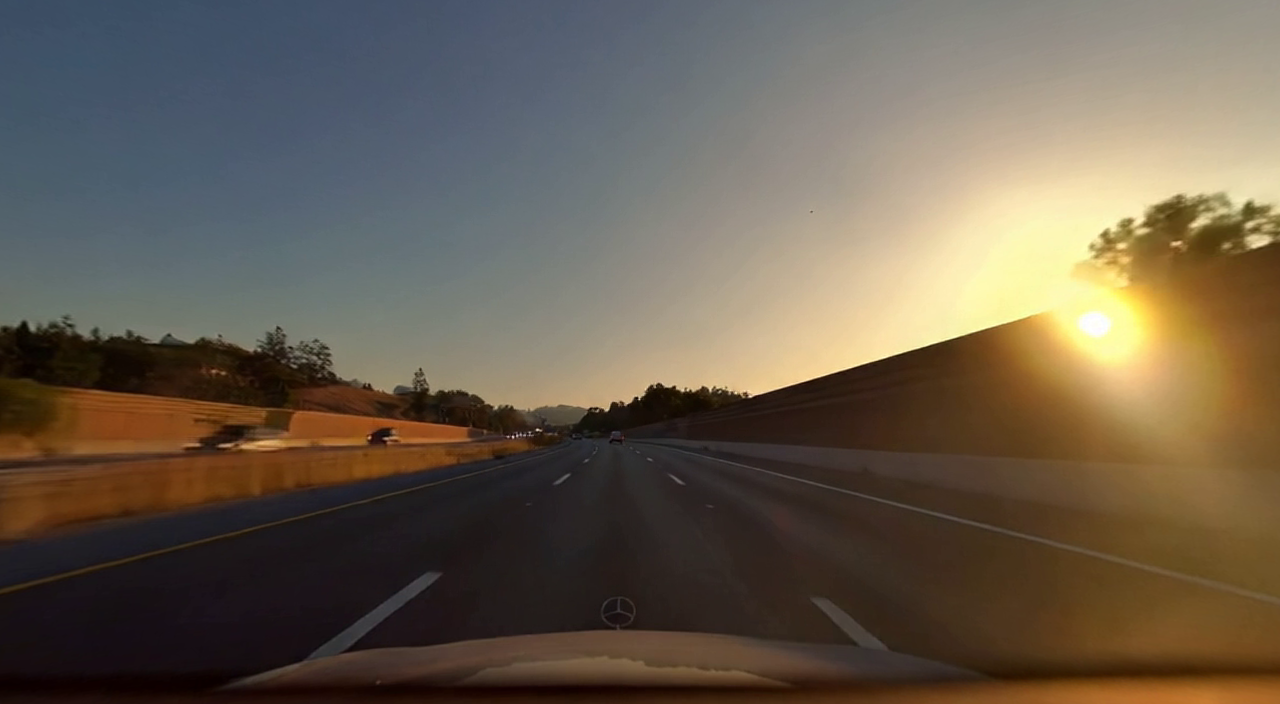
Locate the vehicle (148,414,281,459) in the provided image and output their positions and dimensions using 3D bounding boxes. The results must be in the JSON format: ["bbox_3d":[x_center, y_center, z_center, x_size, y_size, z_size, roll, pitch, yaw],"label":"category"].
[{"bbox_3d":[-17.546,3.547,26.405,2.127,1.714,5.132,0,-8,-2],"label":"vehicle"}]
